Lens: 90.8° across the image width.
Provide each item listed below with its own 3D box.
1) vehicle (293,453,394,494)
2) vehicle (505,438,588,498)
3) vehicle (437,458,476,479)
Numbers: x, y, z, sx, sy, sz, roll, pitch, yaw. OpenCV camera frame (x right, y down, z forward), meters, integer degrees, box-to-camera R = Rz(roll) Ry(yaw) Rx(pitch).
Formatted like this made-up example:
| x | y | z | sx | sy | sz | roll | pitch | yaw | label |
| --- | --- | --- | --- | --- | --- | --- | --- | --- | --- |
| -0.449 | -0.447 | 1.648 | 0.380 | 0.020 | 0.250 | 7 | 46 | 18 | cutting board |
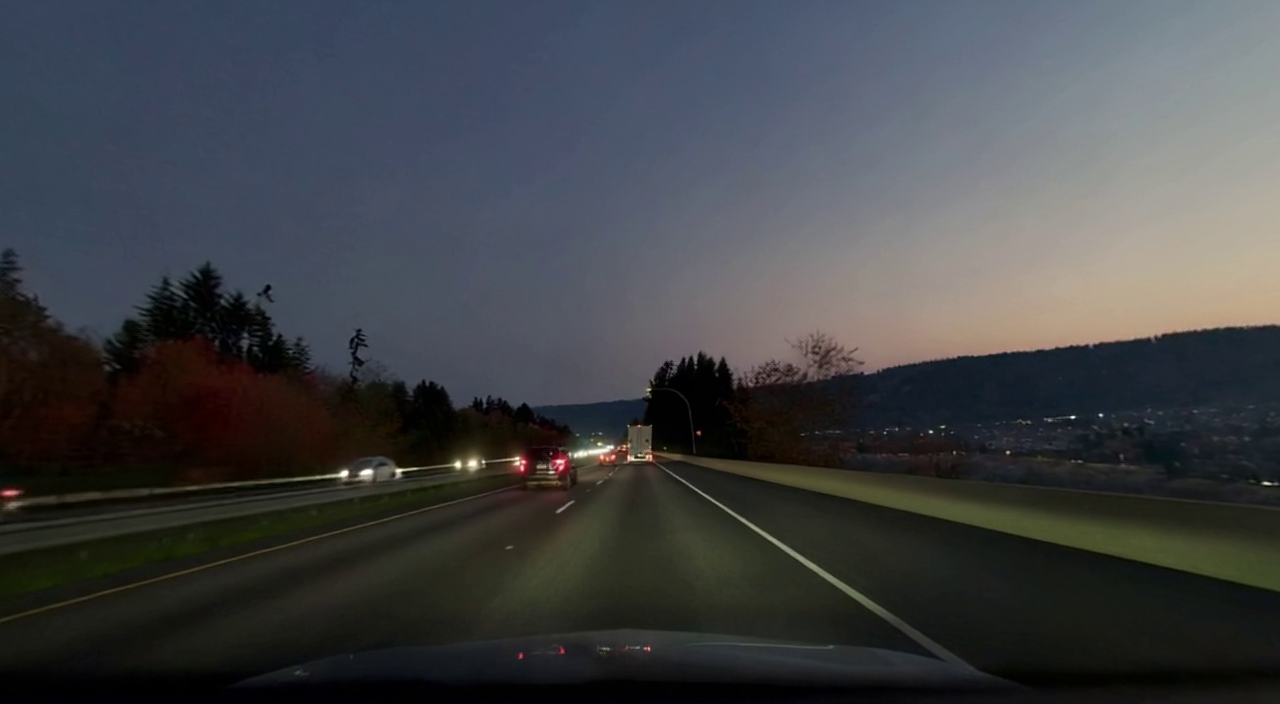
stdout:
| x | y | z | sx | sy | sz | roll | pitch | yaw | label |
| --- | --- | --- | --- | --- | --- | --- | --- | --- | --- |
| -12.425 | 5.103 | 26.854 | 1.974 | 1.568 | 4.690 | 0 | -9 | 0 | vehicle |
| -3.131 | 4.020 | 22.161 | 2.079 | 1.845 | 4.654 | 0 | -9 | 2 | vehicle |
| -14.148 | 9.010 | 48.941 | 1.831 | 1.456 | 4.444 | 0 | -9 | -2 | vehicle |
